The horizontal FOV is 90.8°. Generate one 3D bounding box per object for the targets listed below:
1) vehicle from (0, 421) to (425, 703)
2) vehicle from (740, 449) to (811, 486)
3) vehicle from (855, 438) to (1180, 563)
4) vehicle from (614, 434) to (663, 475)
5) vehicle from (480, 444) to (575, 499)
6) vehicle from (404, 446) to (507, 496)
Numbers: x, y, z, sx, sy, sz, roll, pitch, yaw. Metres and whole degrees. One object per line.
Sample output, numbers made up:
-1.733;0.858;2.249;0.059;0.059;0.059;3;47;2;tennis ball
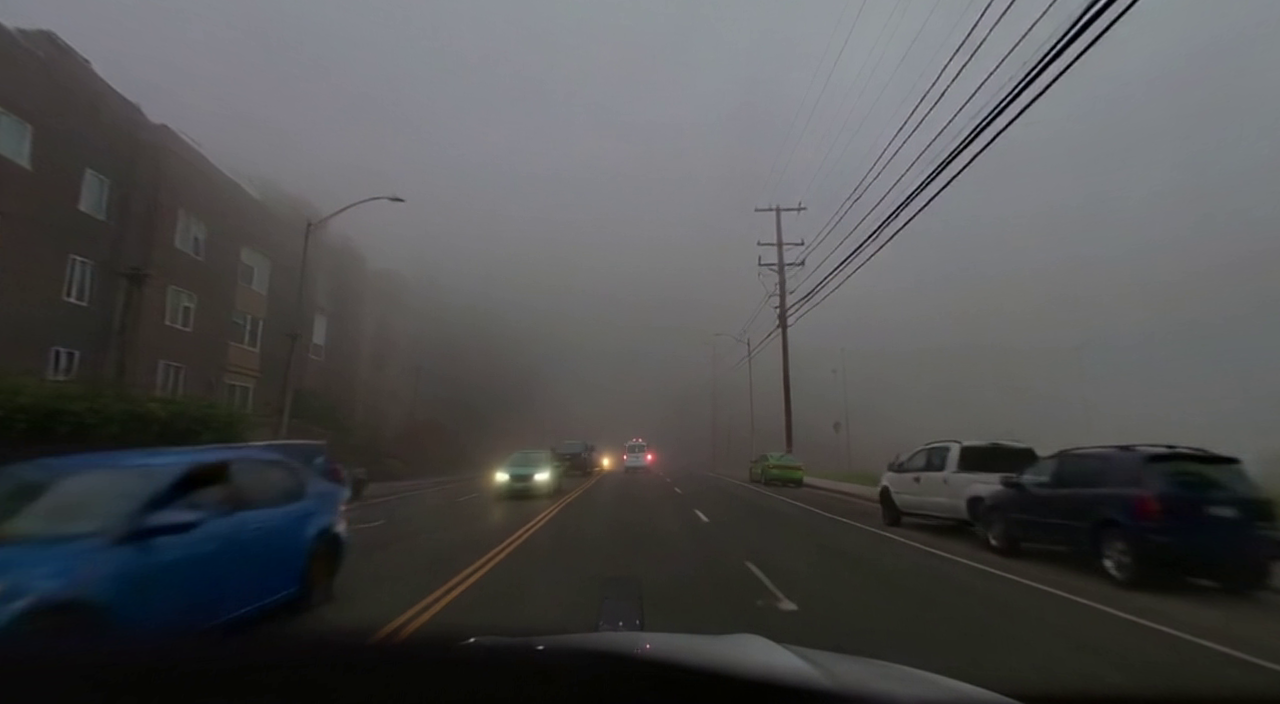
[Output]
-3.724;1.401;5.137;2.013;1.497;4.456;-1;-8;6;vehicle
5.962;5.126;28.403;1.943;1.490;4.783;0;-8;-2;vehicle
6.230;2.497;11.731;2.350;1.706;5.901;0;-8;-1;vehicle
-0.031;5.240;32.124;2.308;1.940;4.125;-1;-10;1;vehicle
-3.352;3.639;19.760;2.057;1.476;4.593;0;-8;1;vehicle
-6.084;3.950;21.477;2.023;1.492;4.666;0;-8;1;vehicle
